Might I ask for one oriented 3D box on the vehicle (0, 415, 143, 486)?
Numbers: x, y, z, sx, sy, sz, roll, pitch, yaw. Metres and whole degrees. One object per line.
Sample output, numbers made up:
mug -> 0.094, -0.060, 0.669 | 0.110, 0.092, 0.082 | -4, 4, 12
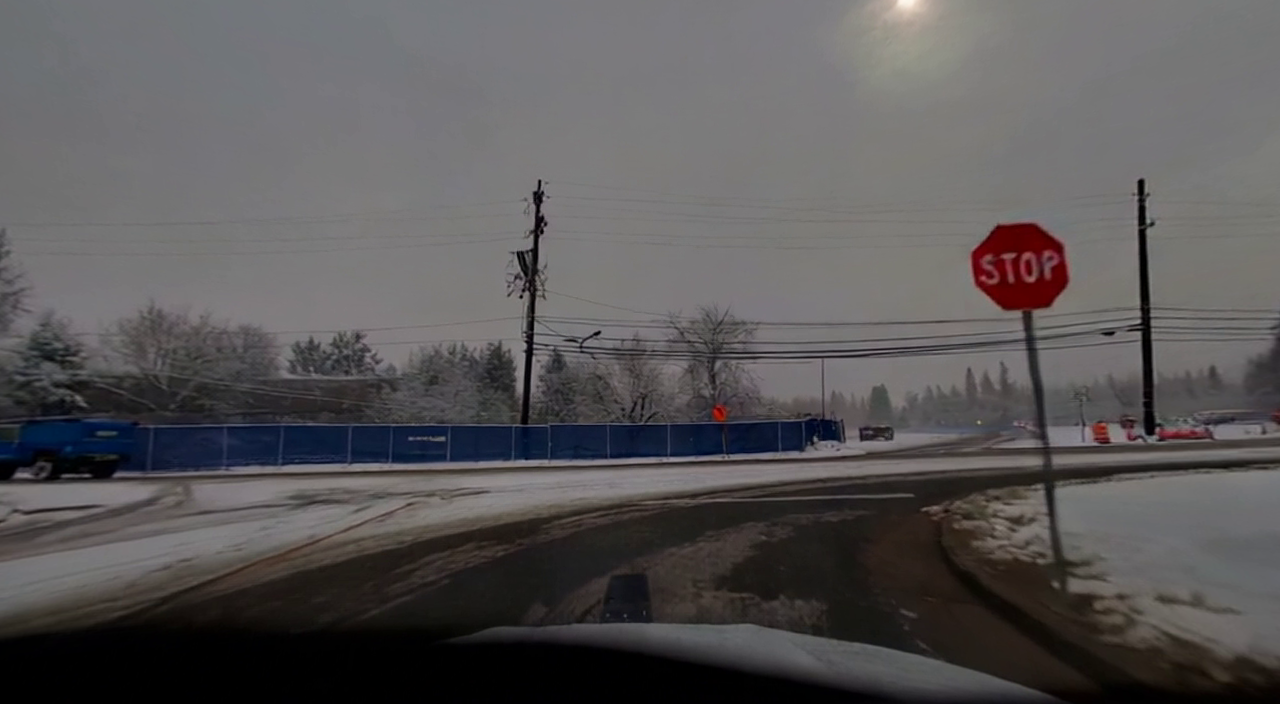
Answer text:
vehicle -> -27.789, 4.606, 29.269 | 6.847, 2.992, 3.170 | -2, -9, 5
